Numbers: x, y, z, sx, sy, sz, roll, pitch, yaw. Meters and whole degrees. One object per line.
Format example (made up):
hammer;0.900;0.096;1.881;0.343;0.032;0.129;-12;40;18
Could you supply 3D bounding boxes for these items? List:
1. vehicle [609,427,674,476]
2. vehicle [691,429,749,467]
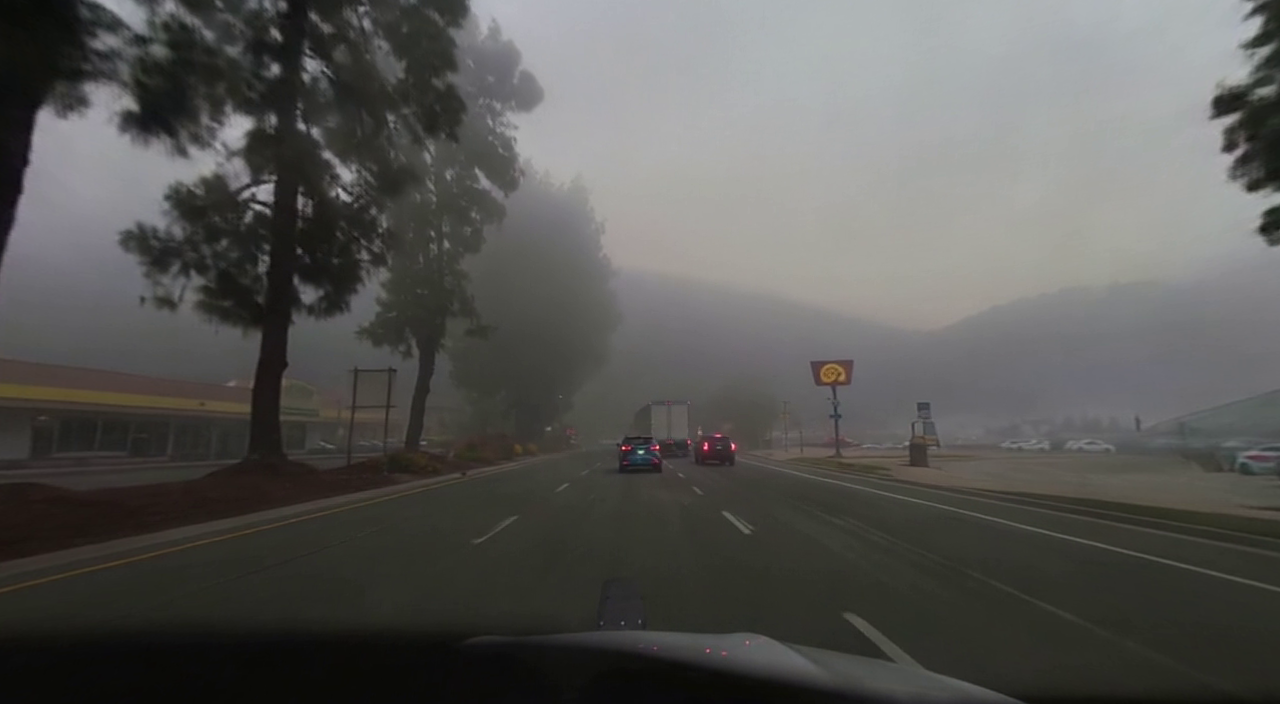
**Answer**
vehicle;0.006;3.686;23.362;2.193;1.651;3.946;0;-8;-1
vehicle;3.713;4.563;30.010;2.088;1.655;4.360;0;-8;-1
